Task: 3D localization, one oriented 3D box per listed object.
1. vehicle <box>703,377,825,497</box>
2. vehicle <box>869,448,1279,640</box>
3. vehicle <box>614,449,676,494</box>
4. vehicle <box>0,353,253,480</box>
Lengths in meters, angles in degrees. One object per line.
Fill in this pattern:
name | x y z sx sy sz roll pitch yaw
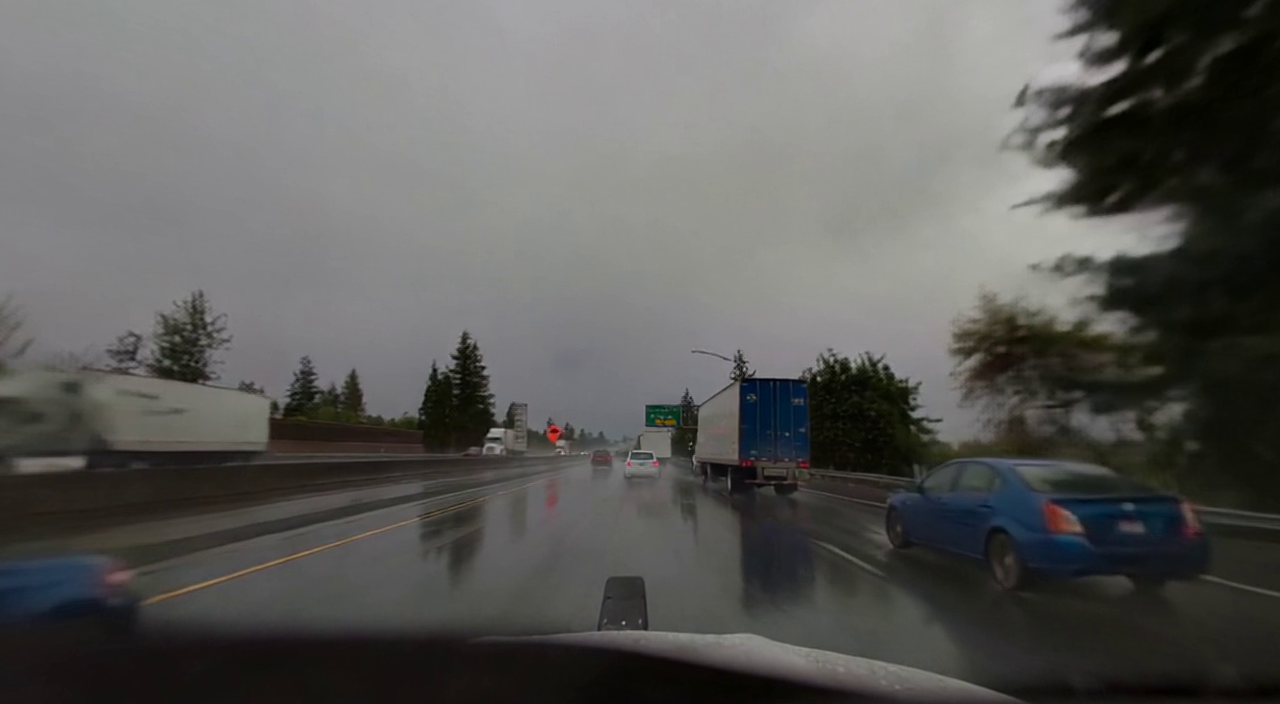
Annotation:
vehicle | 4.863 3.943 28.237 2.877 4.035 13.897 0 -9 1
vehicle | 4.340 1.760 6.881 2.037 1.377 4.407 0 -9 0
vehicle | 0.162 4.404 23.622 2.089 1.516 4.191 0 -9 0
vehicle | -19.759 2.738 23.791 2.806 3.616 11.656 0 -9 0
